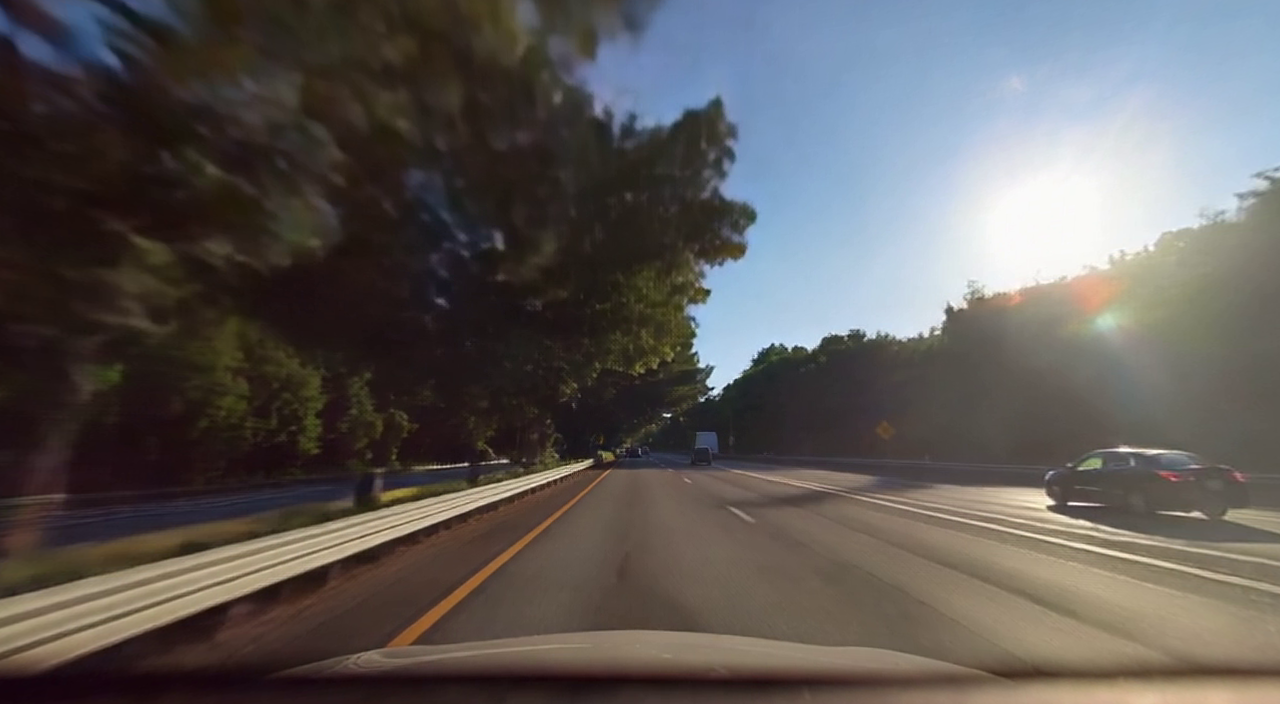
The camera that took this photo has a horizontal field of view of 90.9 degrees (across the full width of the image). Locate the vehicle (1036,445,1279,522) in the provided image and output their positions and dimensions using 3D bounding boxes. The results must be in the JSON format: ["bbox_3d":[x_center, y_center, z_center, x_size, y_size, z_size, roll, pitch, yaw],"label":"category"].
[{"bbox_3d":[10.768,2.722,13.536,1.926,1.386,3.719,0,-9,-3],"label":"vehicle"}]

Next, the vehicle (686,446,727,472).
[{"bbox_3d":[4.244,6.876,40.673,2.058,1.605,4.116,0,-9,-2],"label":"vehicle"}]
